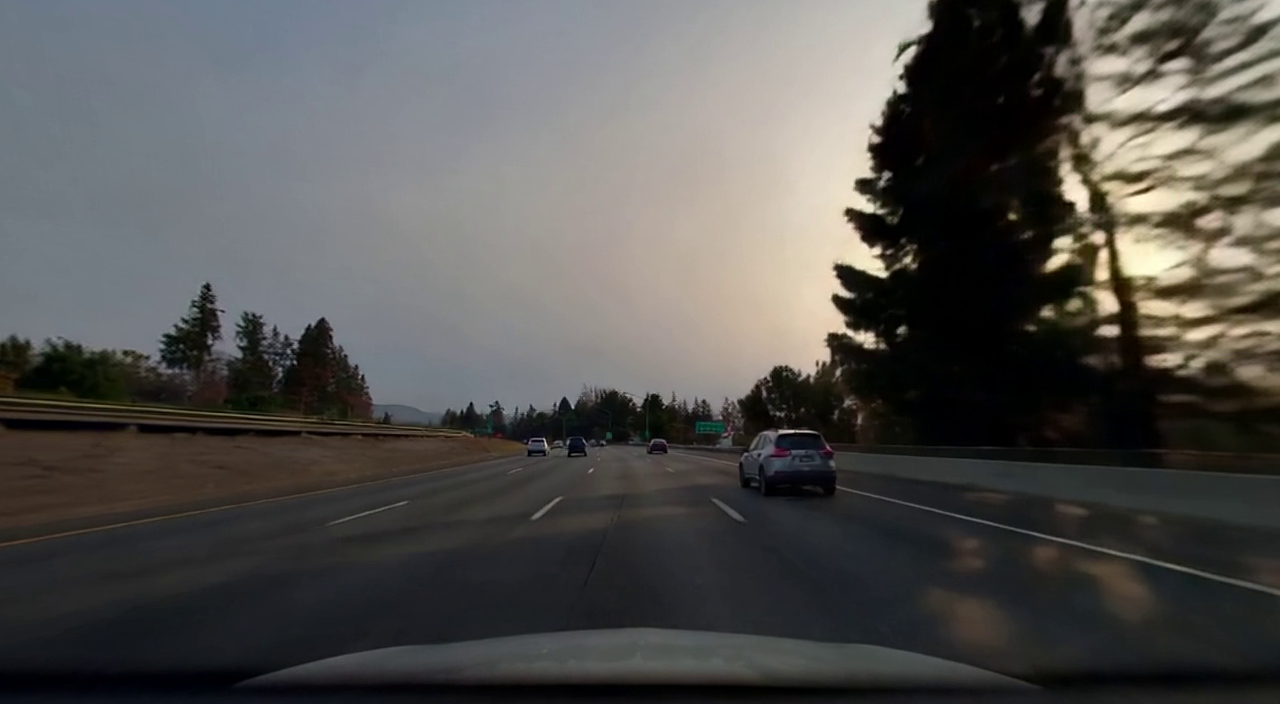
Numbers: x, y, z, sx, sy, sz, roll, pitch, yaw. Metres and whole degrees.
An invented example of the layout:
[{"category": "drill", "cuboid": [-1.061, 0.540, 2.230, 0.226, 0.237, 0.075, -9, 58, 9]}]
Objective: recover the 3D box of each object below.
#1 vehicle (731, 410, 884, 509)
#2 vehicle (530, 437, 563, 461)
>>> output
[{"category": "vehicle", "cuboid": [3.395, 2.297, 13.798, 2.043, 1.795, 4.347, 0, -8, -1]}, {"category": "vehicle", "cuboid": [-6.623, 6.903, 45.013, 2.064, 1.645, 4.286, 0, -8, -5]}]
